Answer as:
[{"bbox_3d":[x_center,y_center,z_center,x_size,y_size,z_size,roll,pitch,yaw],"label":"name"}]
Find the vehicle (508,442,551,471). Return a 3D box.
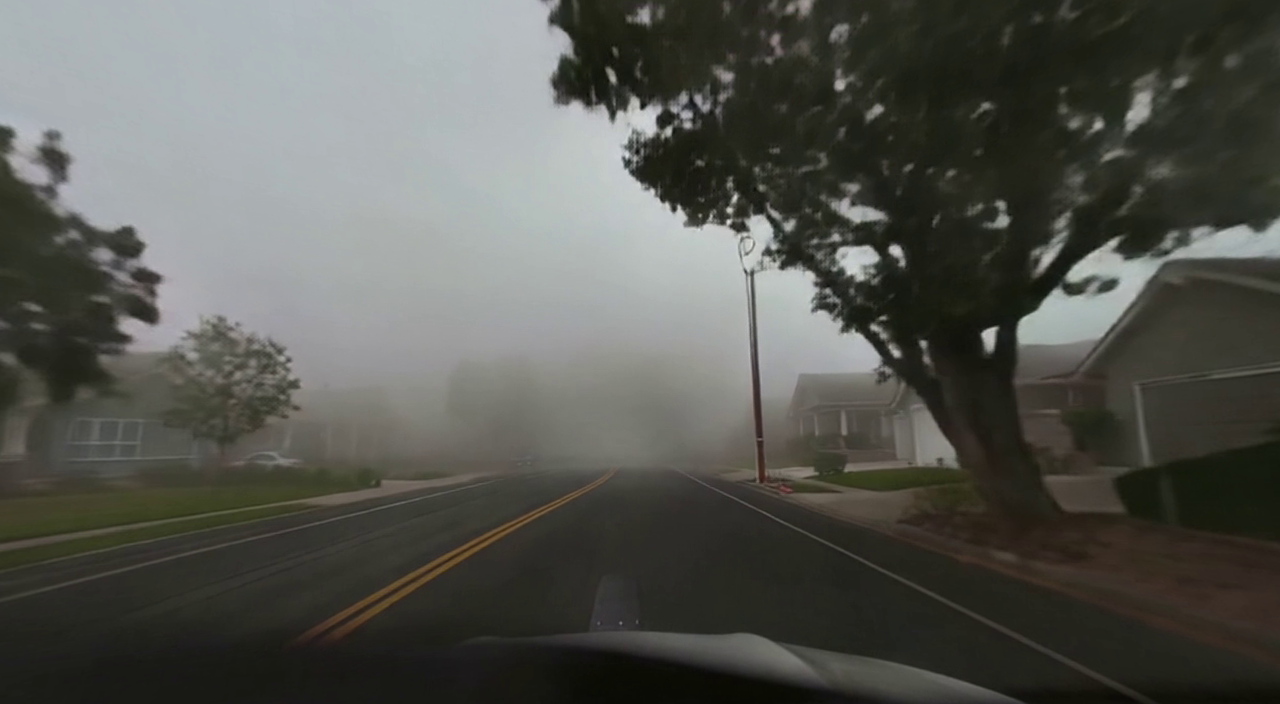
[{"bbox_3d":[-7.391,7.046,42.783,2.209,1.807,4.432,-2,-8,-1],"label":"vehicle"}]
